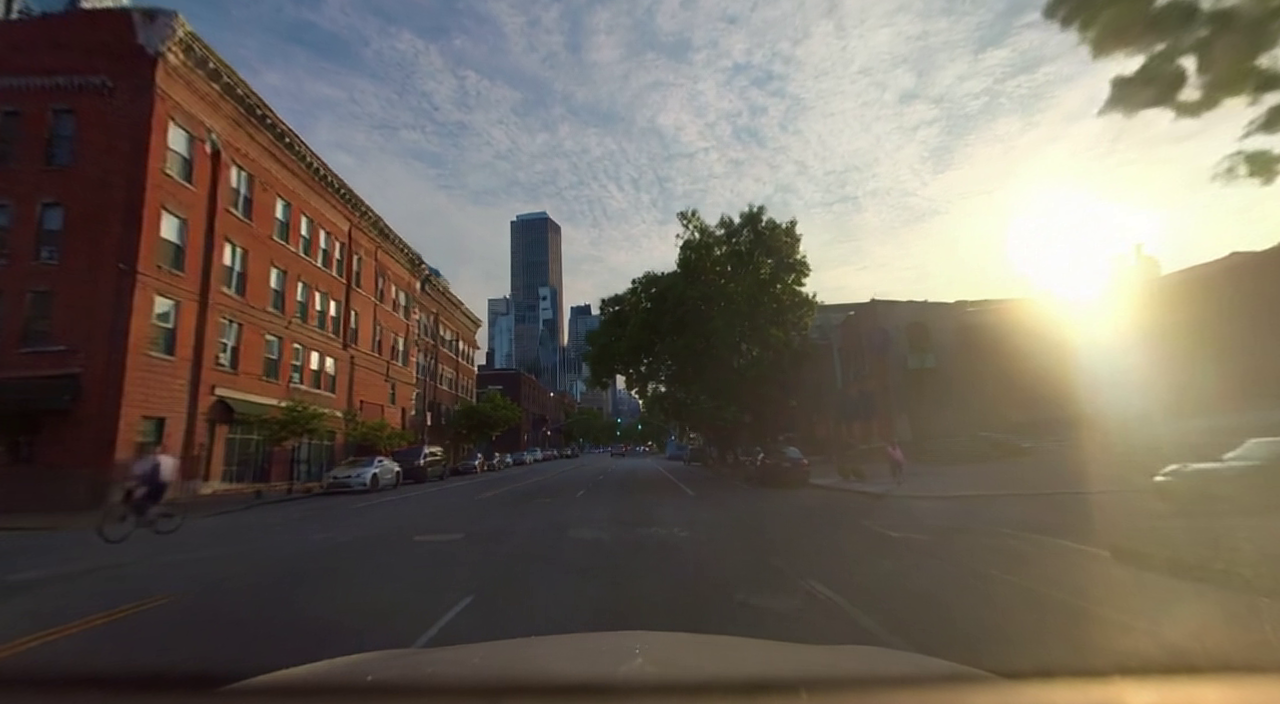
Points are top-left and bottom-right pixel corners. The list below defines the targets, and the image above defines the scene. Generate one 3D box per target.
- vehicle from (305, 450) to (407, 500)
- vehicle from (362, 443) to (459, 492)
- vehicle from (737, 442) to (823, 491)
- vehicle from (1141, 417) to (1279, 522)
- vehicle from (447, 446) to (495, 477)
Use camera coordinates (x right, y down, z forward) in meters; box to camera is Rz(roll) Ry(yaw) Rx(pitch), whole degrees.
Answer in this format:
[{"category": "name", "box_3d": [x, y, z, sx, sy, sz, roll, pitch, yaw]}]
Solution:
[{"category": "vehicle", "box_3d": [-11.207, 4.845, 25.377, 1.992, 1.629, 4.773, -3, -8, -1]}, {"category": "vehicle", "box_3d": [-11.102, 5.573, 31.177, 2.574, 1.922, 6.292, -4, -8, -2]}, {"category": "vehicle", "box_3d": [4.789, 3.967, 22.346, 1.929, 1.522, 4.543, 0, -8, -1]}, {"category": "vehicle", "box_3d": [11.633, 1.963, 10.816, 4.380, 1.608, 1.942, 0, -8, 0]}, {"category": "vehicle", "box_3d": [-11.578, 7.515, 43.731, 1.970, 1.828, 5.519, -3, -8, -2]}]
